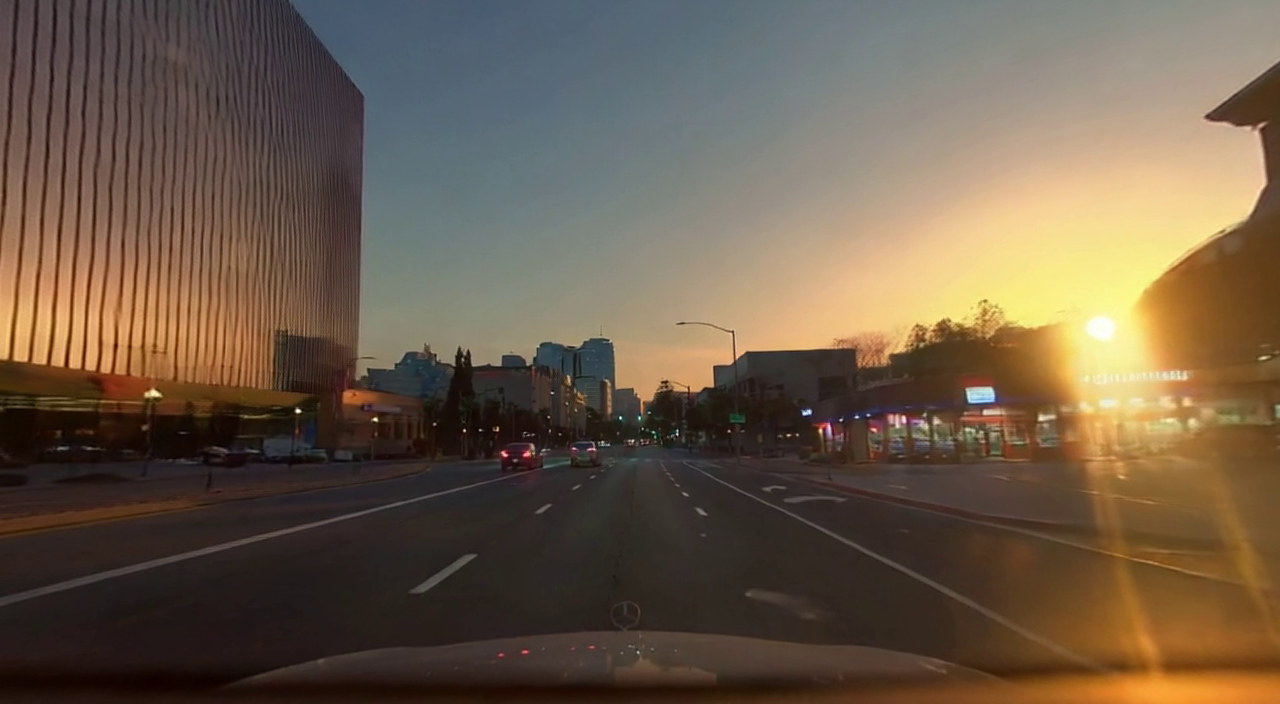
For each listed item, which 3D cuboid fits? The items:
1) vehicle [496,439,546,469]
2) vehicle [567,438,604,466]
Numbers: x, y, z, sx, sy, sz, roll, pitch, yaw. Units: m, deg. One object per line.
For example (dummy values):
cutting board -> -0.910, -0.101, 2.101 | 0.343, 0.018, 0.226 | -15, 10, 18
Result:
vehicle -> -6.696, 5.793, 36.027 | 1.909, 1.605, 4.561 | 0, -8, 1
vehicle -> -3.528, 6.592, 41.814 | 2.052, 1.729, 4.195 | 0, -8, 1
